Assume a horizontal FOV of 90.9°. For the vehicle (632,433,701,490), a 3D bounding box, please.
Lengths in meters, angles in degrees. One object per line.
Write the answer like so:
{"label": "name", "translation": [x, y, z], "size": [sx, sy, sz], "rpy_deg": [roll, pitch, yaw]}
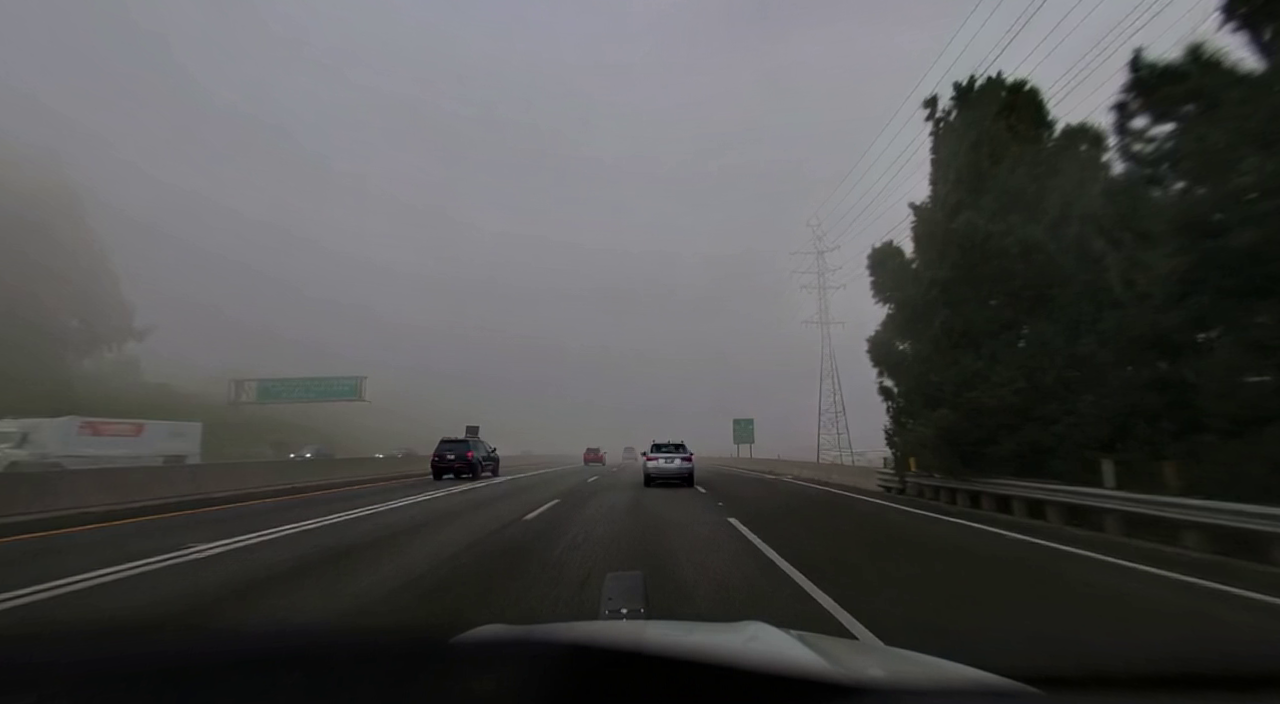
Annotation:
{"label": "vehicle", "translation": [0.828, 3.702, 21.623], "size": [2.134, 1.733, 4.049], "rpy_deg": [0, -8, 0]}

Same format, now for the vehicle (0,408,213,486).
{"label": "vehicle", "translation": [-27.376, 4.744, 31.576], "size": [2.964, 3.111, 12.904], "rpy_deg": [0, -8, 0]}

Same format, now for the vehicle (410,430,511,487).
{"label": "vehicle", "translation": [-6.294, 3.795, 22.798], "size": [2.220, 1.841, 4.516], "rpy_deg": [0, -8, 1]}
